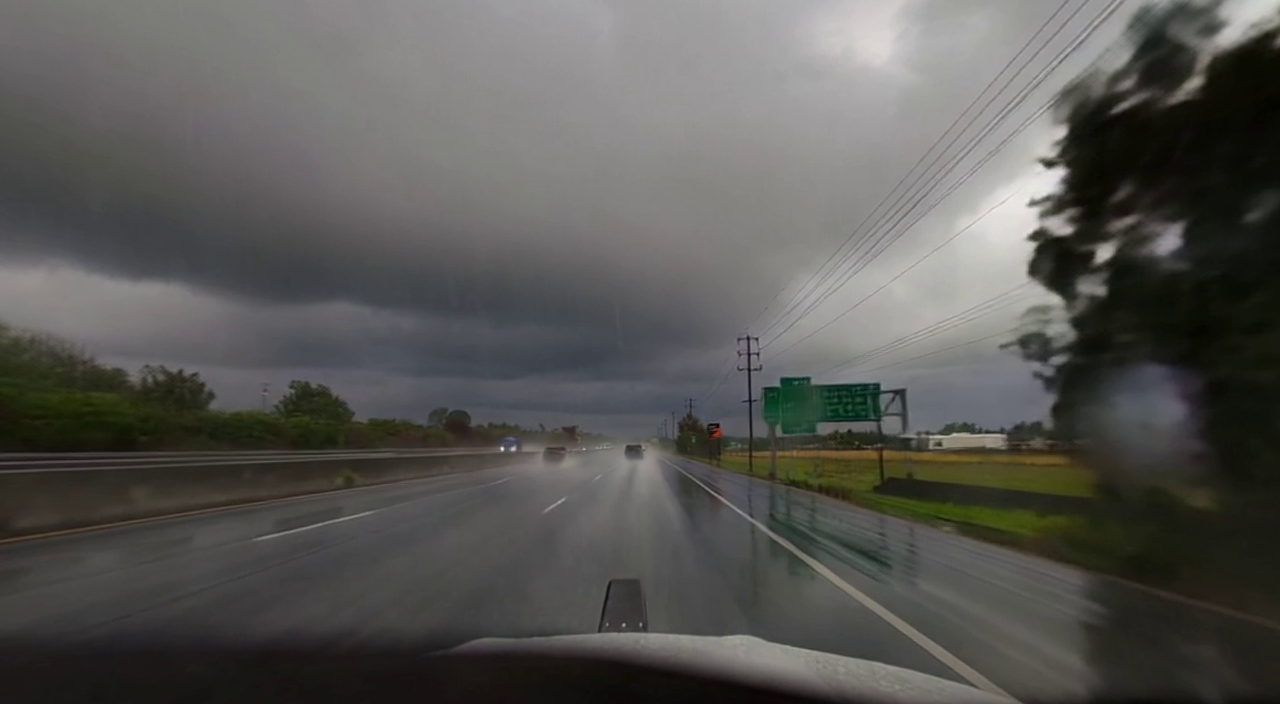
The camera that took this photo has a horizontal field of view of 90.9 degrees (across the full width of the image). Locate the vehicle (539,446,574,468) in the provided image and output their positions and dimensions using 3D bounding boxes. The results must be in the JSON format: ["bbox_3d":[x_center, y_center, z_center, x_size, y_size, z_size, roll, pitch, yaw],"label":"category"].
[{"bbox_3d":[-5.952,7.558,45.323,1.911,1.491,3.624,0,-9,2],"label":"vehicle"}]
